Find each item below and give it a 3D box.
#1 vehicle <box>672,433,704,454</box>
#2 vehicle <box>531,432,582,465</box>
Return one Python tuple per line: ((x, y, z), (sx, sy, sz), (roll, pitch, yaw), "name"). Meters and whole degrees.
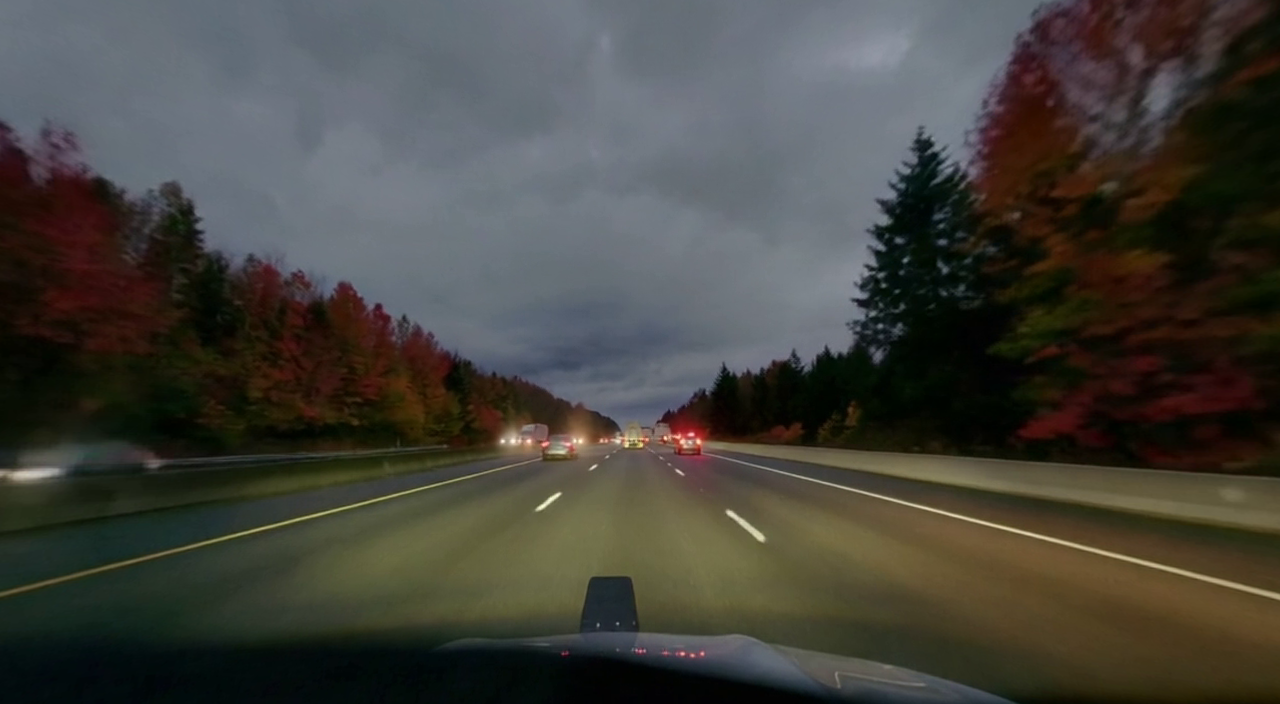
((3.491, 6.781, 46.608), (1.882, 1.492, 3.958), (0, -8, -3), "vehicle")
((-3.980, 4.684, 30.659), (2.027, 1.501, 3.920), (0, -8, -1), "vehicle")
